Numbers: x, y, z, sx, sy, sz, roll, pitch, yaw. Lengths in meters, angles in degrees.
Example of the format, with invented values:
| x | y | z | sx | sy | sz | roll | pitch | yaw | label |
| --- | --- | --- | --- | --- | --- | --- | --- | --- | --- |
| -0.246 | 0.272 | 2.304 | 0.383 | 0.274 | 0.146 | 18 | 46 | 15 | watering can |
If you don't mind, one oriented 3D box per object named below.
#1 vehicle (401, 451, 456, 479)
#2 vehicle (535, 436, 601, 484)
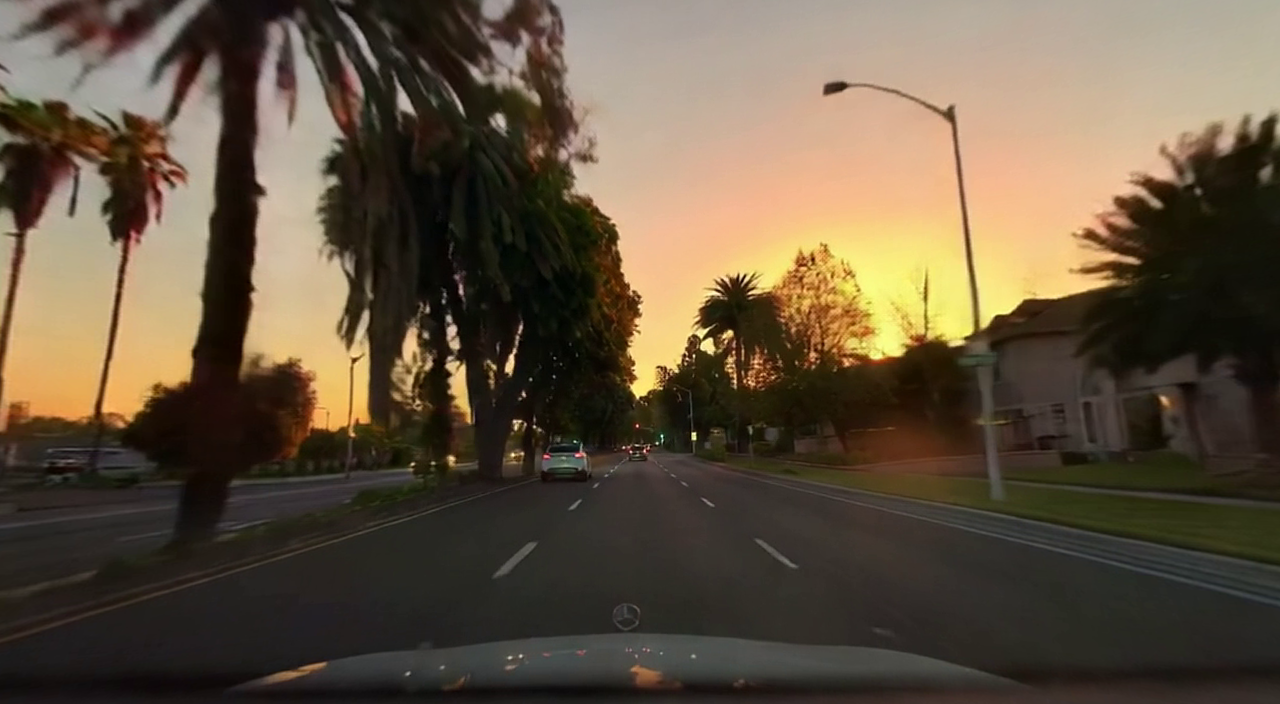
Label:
| x | y | z | sx | sy | sz | roll | pitch | yaw | label |
| --- | --- | --- | --- | --- | --- | --- | --- | --- | --- |
| -14.253 | 7.595 | 42.707 | 2.022 | 1.756 | 4.670 | 0 | -9 | 1 | vehicle |
| -3.196 | 4.990 | 29.350 | 2.370 | 1.968 | 5.698 | 0 | -9 | 0 | vehicle |
